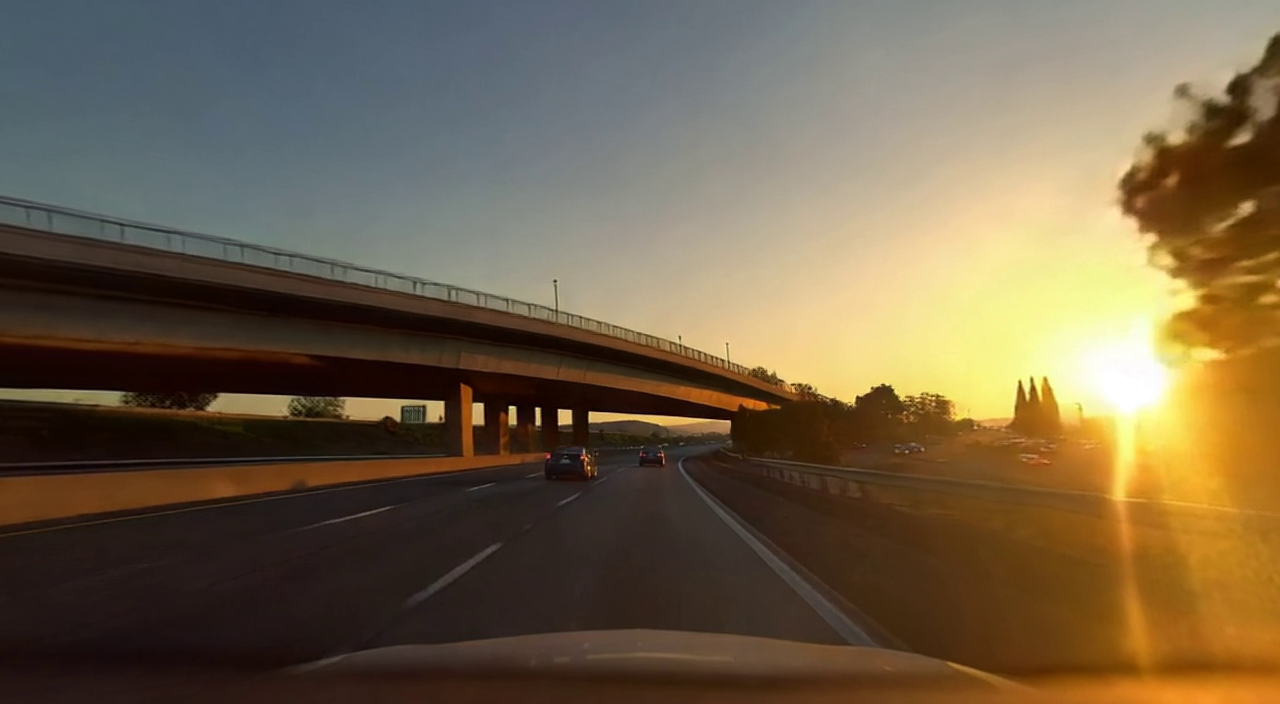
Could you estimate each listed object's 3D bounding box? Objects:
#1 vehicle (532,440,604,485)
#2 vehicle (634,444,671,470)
[{"bbox_3d":[-2.660,4.264,24.489,2.129,1.563,4.387,-1,-9,2],"label":"vehicle"},{"bbox_3d":[0.793,6.455,38.963,2.129,1.502,4.321,-1,-9,2],"label":"vehicle"}]
